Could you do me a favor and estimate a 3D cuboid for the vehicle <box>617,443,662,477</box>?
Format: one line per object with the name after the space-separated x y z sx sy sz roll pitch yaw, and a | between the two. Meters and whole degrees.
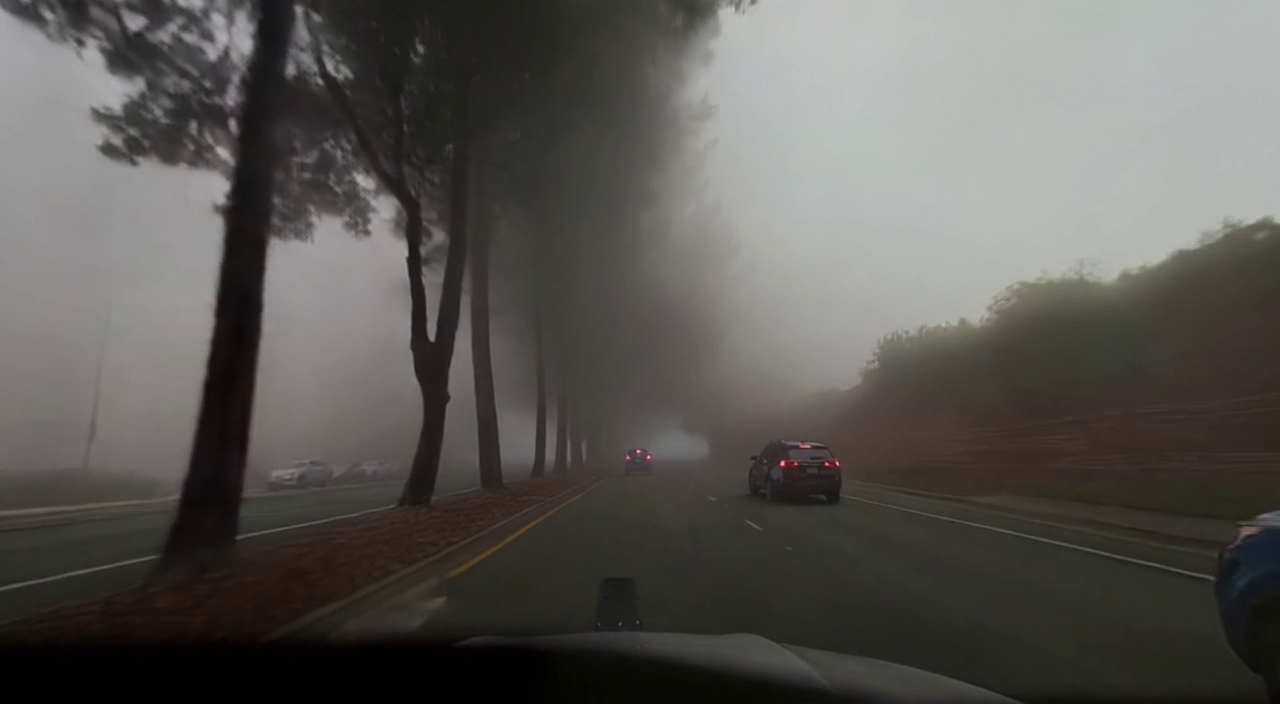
-0.055 6.104 35.994 2.391 1.739 3.837 0 -8 -1 | vehicle

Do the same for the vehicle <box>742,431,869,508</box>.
4.226 3.071 17.040 2.155 1.752 4.456 0 -8 -1 | vehicle
